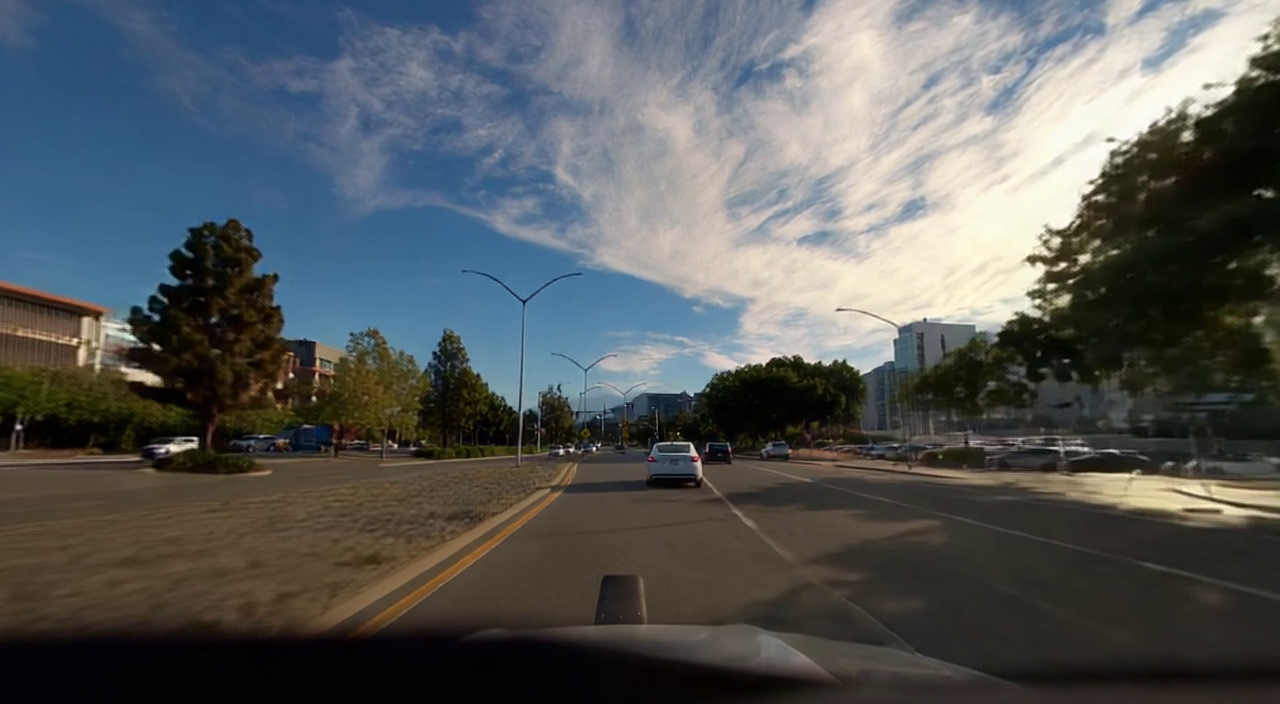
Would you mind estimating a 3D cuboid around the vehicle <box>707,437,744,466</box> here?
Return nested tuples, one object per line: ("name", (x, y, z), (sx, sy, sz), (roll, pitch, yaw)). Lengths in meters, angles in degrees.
("vehicle", (5.599, 6.555, 41.542), (1.976, 1.796, 4.159), (0, -8, 2))

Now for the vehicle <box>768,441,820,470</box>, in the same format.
("vehicle", (8.534, 5.780, 35.246), (1.928, 1.488, 4.361), (0, -8, 1))

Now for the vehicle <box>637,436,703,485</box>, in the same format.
("vehicle", (0.999, 3.862, 22.729), (2.145, 1.603, 4.369), (0, -8, 1))

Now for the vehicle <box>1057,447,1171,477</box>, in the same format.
("vehicle", (23.176, 5.376, 30.994), (1.658, 1.363, 4.223), (2, -9, -16))

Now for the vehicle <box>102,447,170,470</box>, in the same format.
("vehicle", (-36.513, 7.703, 45.741), (1.880, 1.535, 4.620), (2, -9, -12))
